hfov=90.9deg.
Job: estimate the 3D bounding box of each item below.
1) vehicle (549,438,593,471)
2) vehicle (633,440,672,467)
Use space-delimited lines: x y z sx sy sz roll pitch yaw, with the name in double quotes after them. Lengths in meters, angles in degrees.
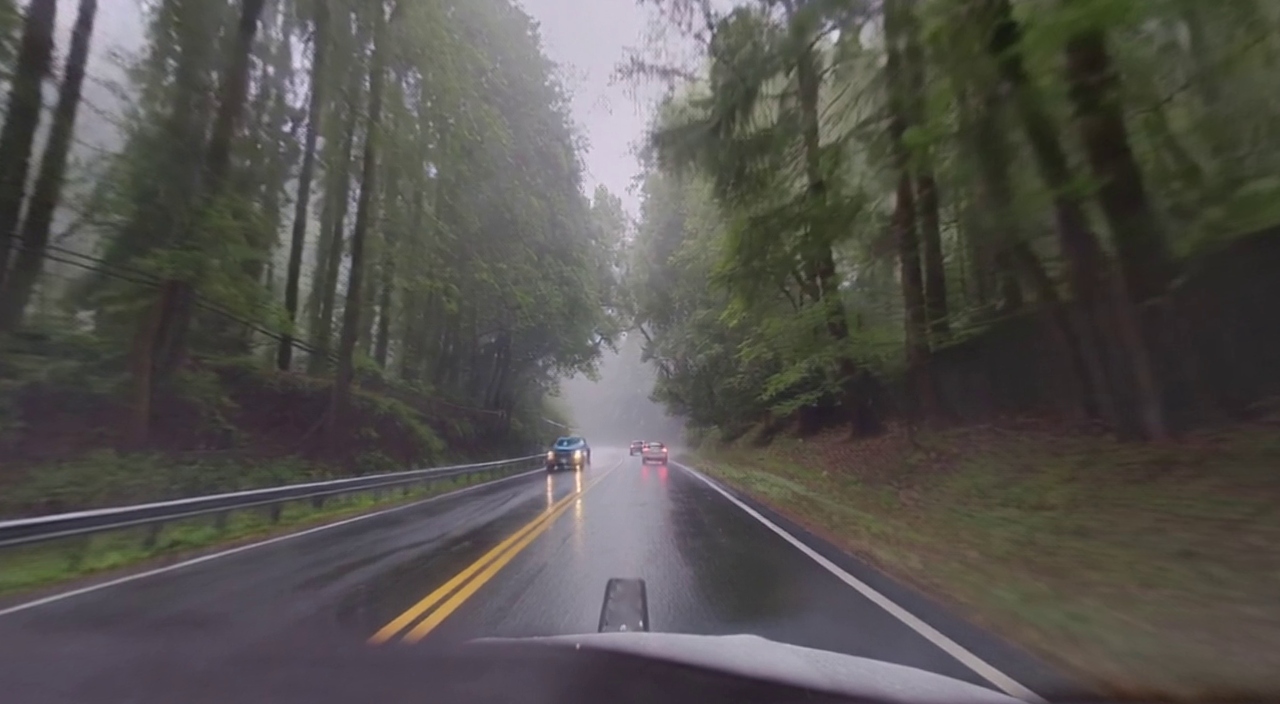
-3.733 5.577 34.755 1.953 1.676 4.508 0 -8 0 "vehicle"
0.686 5.937 37.220 2.120 1.491 4.349 0 -8 -1 "vehicle"
